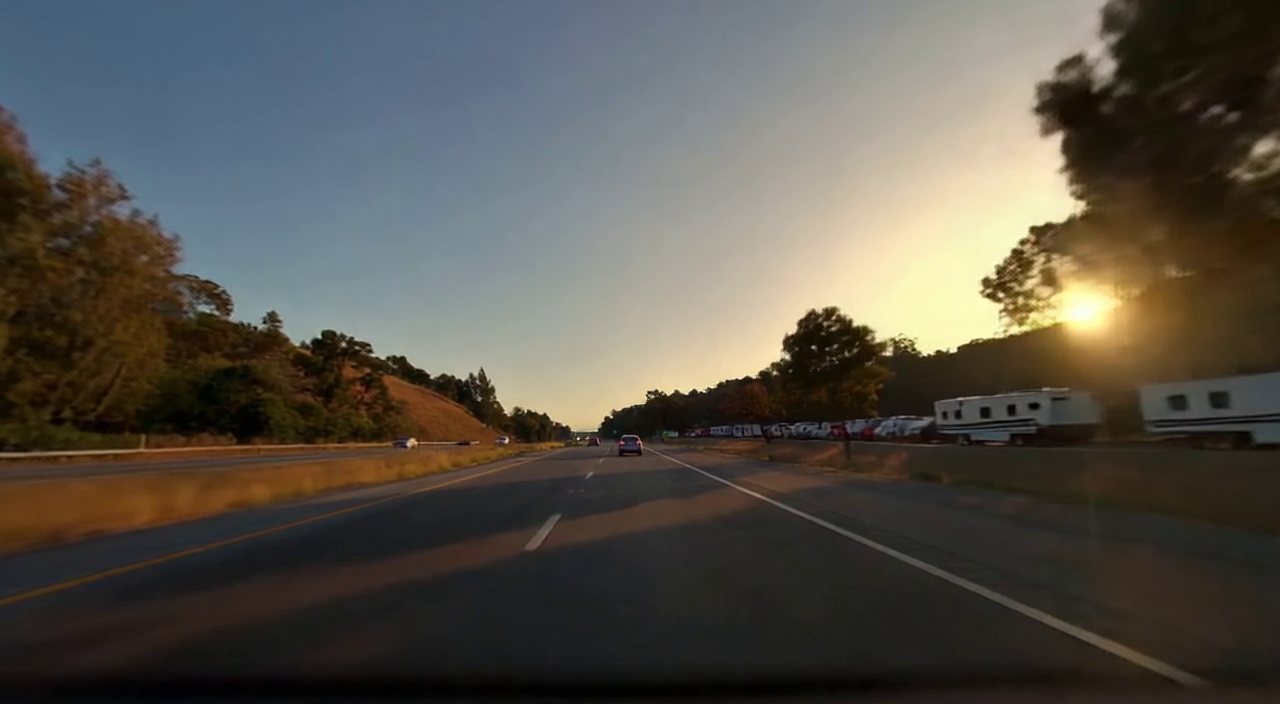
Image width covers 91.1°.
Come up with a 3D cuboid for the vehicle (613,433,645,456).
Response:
[{"bbox_3d":[-0.810,6.385,43.429,2.037,1.504,4.248,0,-8,-3],"label":"vehicle"}]
